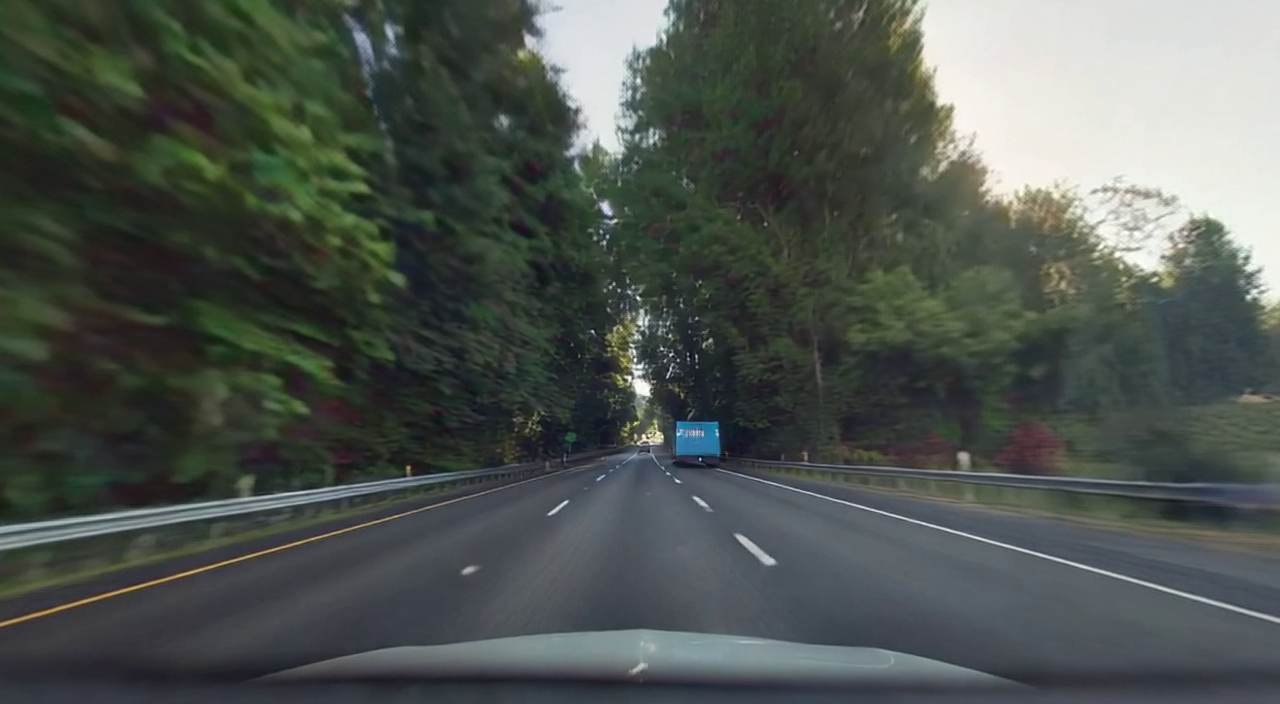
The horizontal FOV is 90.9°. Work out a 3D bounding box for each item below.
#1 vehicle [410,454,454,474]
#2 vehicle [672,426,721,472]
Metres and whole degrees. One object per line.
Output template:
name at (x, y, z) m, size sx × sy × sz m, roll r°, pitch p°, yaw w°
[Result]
vehicle at (-15.208, 8.207, 46.312) m, size 1.886 × 1.433 × 3.791 m, roll 0°, pitch -9°, yaw 1°
vehicle at (3.661, 6.435, 41.844) m, size 2.572 × 2.795 × 5.978 m, roll 0°, pitch -9°, yaw -1°
